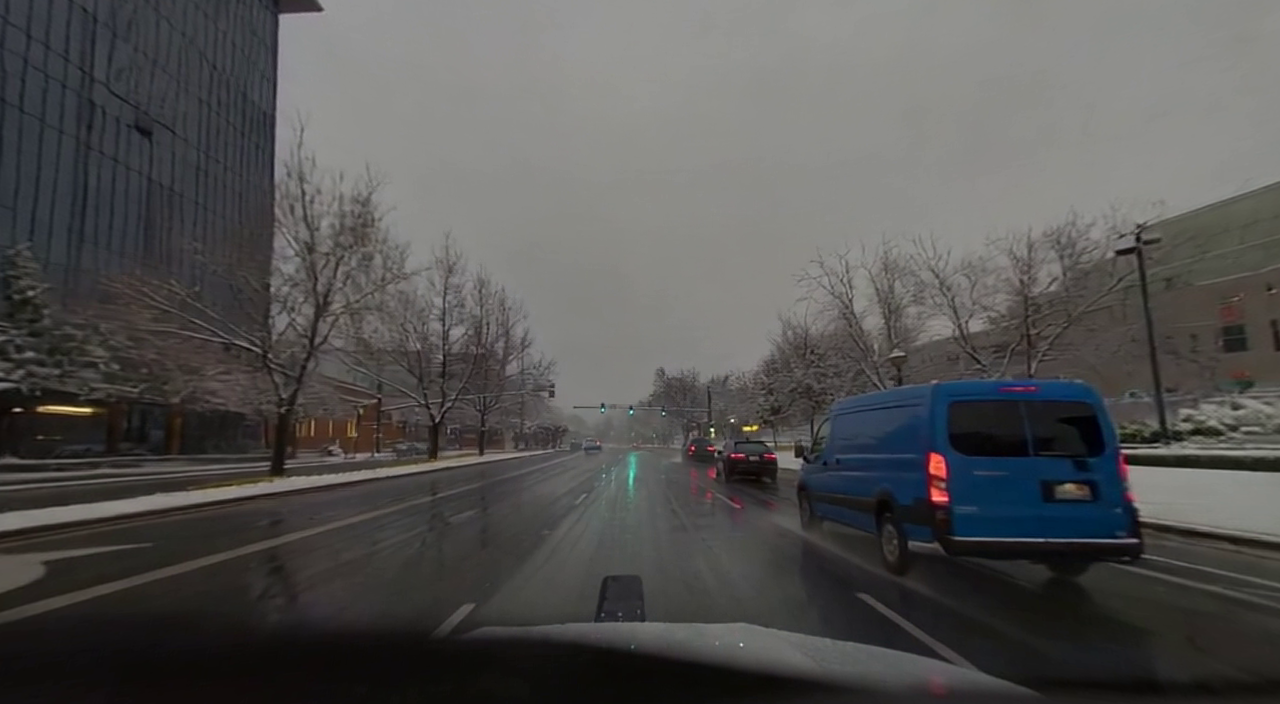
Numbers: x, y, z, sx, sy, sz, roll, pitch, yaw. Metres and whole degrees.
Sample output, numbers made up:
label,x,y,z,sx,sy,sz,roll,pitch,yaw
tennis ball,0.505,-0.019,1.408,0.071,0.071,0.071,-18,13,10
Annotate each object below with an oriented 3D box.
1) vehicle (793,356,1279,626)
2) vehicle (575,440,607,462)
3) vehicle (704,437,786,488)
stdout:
label,x,y,z,sx,sy,sz,roll,pitch,yaw
vehicle,3.528,1.359,7.134,2.200,1.914,5.145,0,-8,-1
vehicle,-3.475,7.123,45.496,1.864,1.464,4.195,0,-8,1
vehicle,3.304,3.554,20.594,1.867,1.493,4.190,0,-8,-2
